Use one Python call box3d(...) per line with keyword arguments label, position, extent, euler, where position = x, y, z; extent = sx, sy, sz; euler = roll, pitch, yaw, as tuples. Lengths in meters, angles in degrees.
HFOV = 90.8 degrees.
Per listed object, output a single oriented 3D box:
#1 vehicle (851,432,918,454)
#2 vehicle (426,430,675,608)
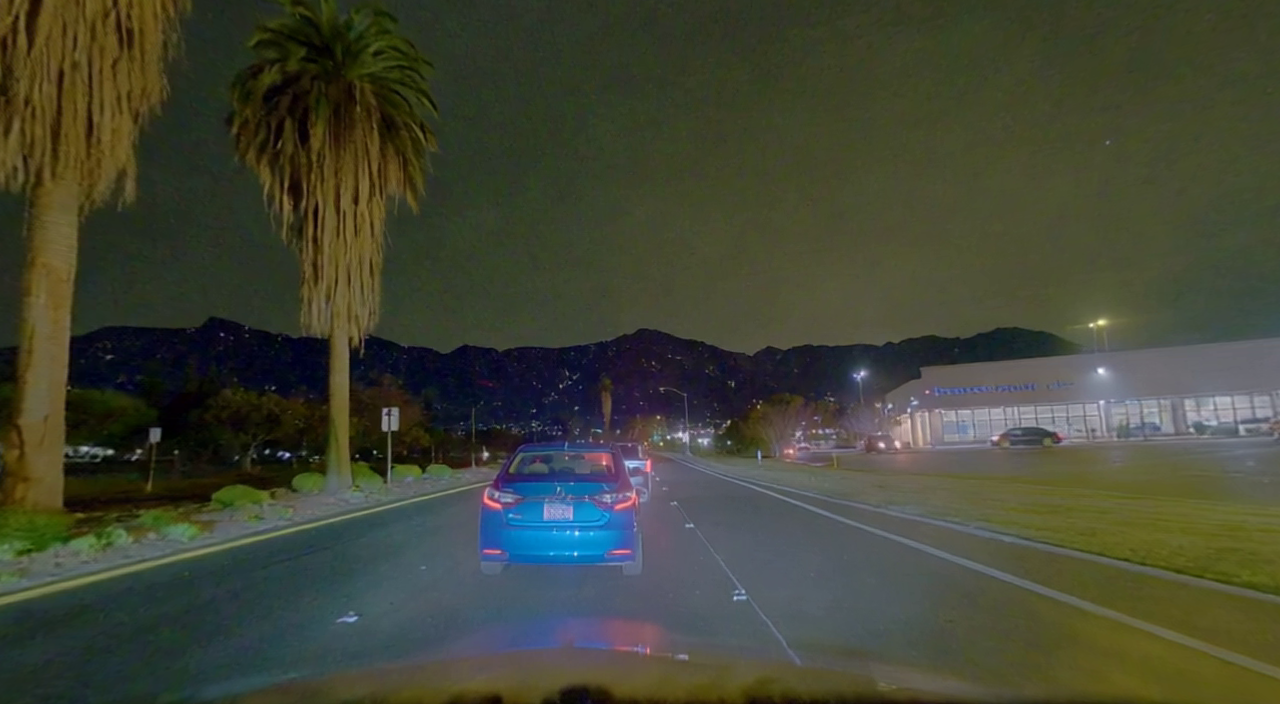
box3d(label="vehicle", position=(19.202, 7.200, 49.800), extent=(1.925, 1.652, 4.490), euler=(6, -10, -34))
box3d(label="vehicle", position=(-0.821, 1.686, 7.295), extent=(2.067, 1.459, 3.886), euler=(0, -8, -2))
